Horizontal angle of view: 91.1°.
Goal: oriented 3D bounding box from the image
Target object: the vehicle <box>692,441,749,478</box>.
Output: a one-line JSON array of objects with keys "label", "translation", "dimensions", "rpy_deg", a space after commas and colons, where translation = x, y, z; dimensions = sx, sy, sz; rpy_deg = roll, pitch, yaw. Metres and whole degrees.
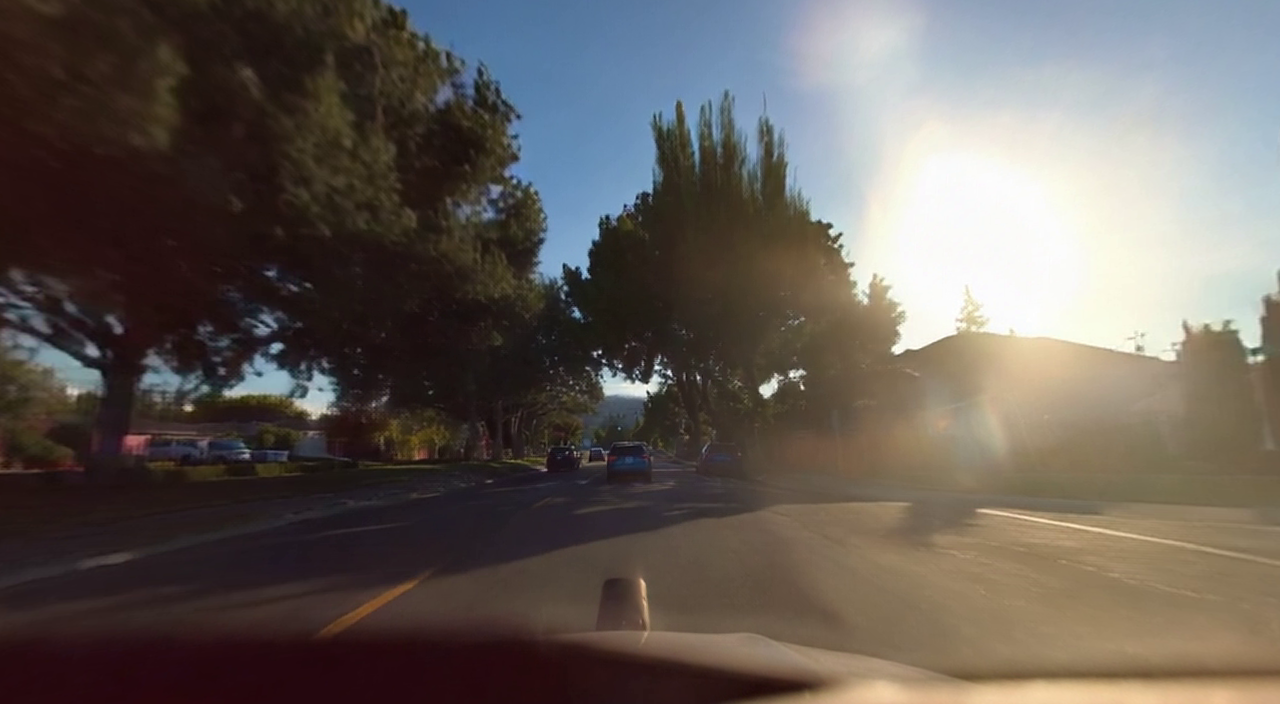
[{"label": "vehicle", "translation": [4.002, 5.440, 32.084], "dimensions": [2.332, 1.769, 4.518], "rpy_deg": [0, -8, 0]}]

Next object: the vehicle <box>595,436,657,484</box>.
[{"label": "vehicle", "translation": [-0.487, 4.211, 24.793], "dimensions": [2.220, 1.742, 4.047], "rpy_deg": [0, -8, 0]}]

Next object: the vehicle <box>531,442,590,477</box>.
[{"label": "vehicle", "translation": [-3.531, 4.872, 28.705], "dimensions": [2.032, 1.433, 4.458], "rpy_deg": [0, -8, 1]}]

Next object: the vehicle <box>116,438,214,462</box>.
[{"label": "vehicle", "translation": [-32.232, 6.666, 42.704], "dimensions": [4.891, 1.538, 2.059], "rpy_deg": [0, -9, 0]}]
